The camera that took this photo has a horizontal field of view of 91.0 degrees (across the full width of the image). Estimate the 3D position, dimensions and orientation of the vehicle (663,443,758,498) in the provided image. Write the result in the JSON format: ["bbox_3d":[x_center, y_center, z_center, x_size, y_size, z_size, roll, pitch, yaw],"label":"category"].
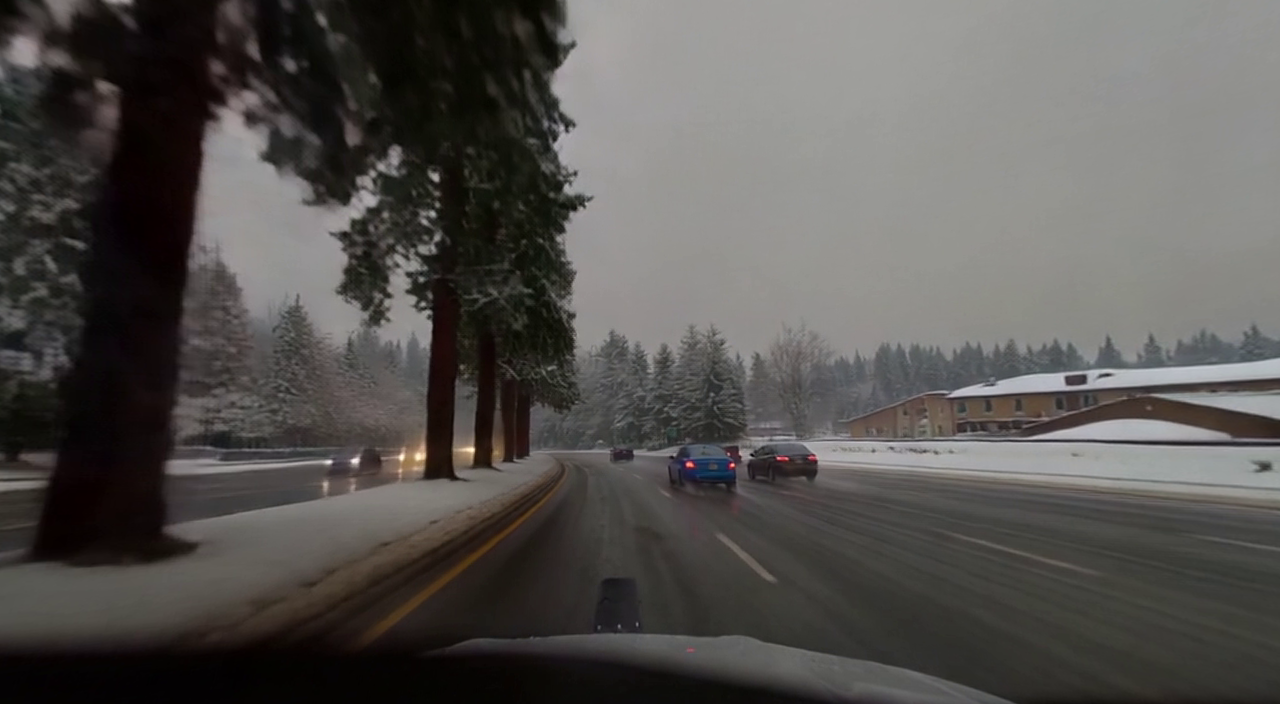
[{"bbox_3d":[1.972,3.498,19.060,2.077,1.464,4.134,1,-8,-5],"label":"vehicle"}]

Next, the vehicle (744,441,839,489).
[{"bbox_3d":[5.129,3.882,21.957,1.901,1.474,4.363,1,-9,-5],"label":"vehicle"}]

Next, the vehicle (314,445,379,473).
[{"bbox_3d":[-16.830,6.118,36.378,1.926,1.483,4.651,1,-9,-6],"label":"vehicle"}]
